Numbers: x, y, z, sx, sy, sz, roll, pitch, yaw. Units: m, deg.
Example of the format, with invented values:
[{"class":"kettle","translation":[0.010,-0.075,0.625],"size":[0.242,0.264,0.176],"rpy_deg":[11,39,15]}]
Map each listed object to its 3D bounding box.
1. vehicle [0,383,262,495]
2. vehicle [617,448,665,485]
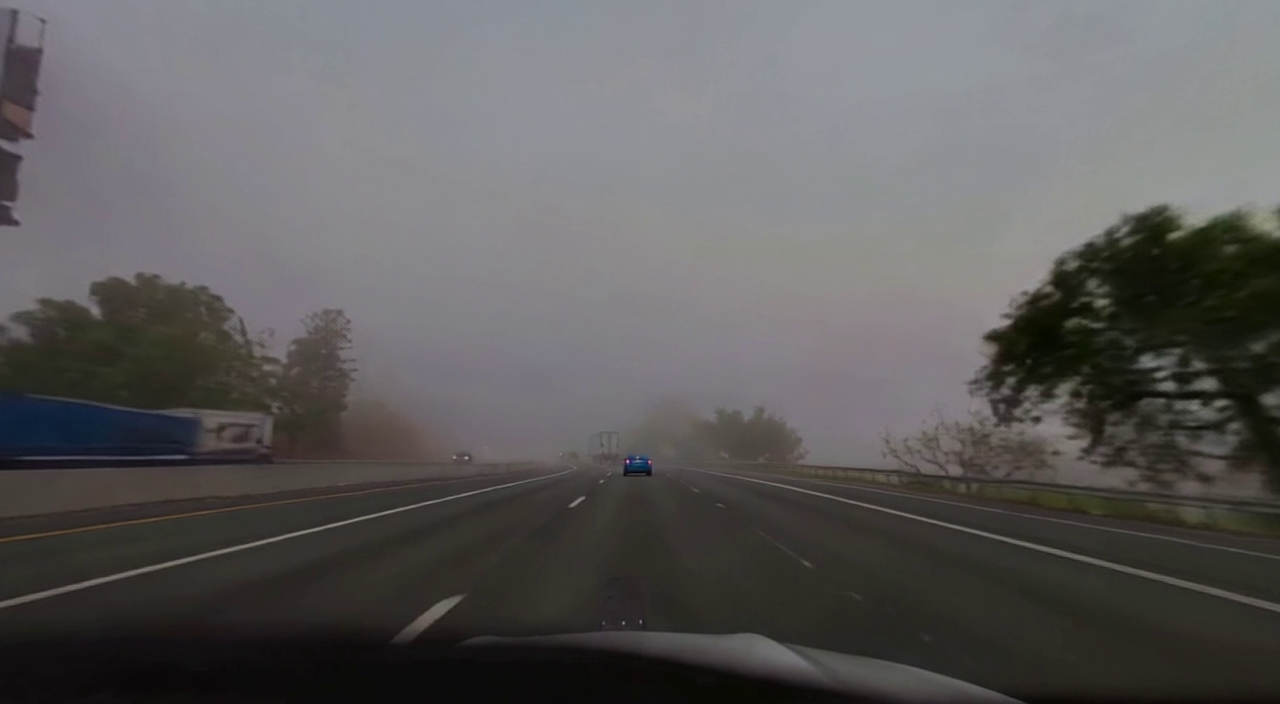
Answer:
[{"class":"vehicle","translation":[-25.220,4.415,31.428],"size":[2.862,4.146,16.304],"rpy_deg":[1,-9,-1]},{"class":"vehicle","translation":[0.000,5.237,29.191],"size":[2.042,1.528,4.300],"rpy_deg":[1,-8,-1]}]
